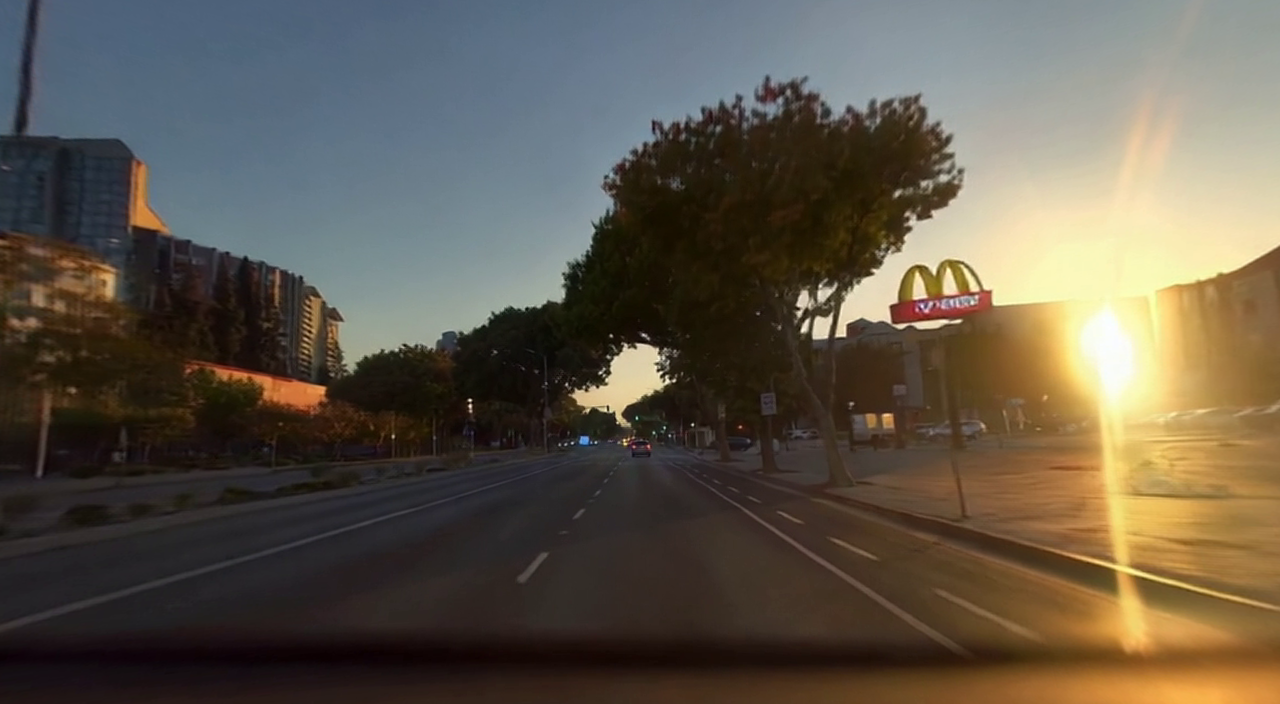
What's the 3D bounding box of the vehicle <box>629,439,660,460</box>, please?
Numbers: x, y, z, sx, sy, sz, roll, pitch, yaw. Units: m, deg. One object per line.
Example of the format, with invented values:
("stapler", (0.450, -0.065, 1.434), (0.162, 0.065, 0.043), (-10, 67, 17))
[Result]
("vehicle", (0.306, 6.995, 45.432), (2.115, 1.461, 3.976), (0, -8, -1))
